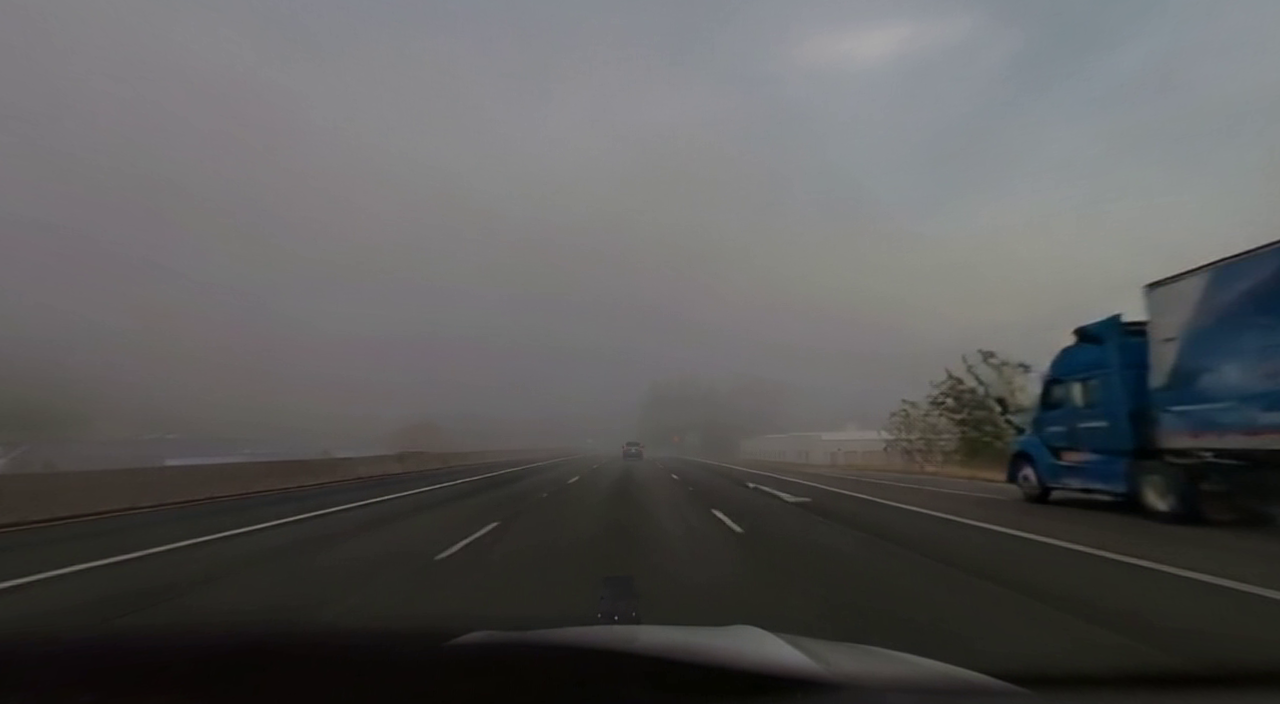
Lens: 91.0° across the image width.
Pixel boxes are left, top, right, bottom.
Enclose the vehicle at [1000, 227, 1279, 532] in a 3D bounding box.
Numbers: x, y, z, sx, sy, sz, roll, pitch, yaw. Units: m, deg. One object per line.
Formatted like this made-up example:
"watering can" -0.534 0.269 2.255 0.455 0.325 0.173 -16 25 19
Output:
"vehicle" 10.116 0.247 7.486 3.469 3.986 17.065 -1 -8 6
